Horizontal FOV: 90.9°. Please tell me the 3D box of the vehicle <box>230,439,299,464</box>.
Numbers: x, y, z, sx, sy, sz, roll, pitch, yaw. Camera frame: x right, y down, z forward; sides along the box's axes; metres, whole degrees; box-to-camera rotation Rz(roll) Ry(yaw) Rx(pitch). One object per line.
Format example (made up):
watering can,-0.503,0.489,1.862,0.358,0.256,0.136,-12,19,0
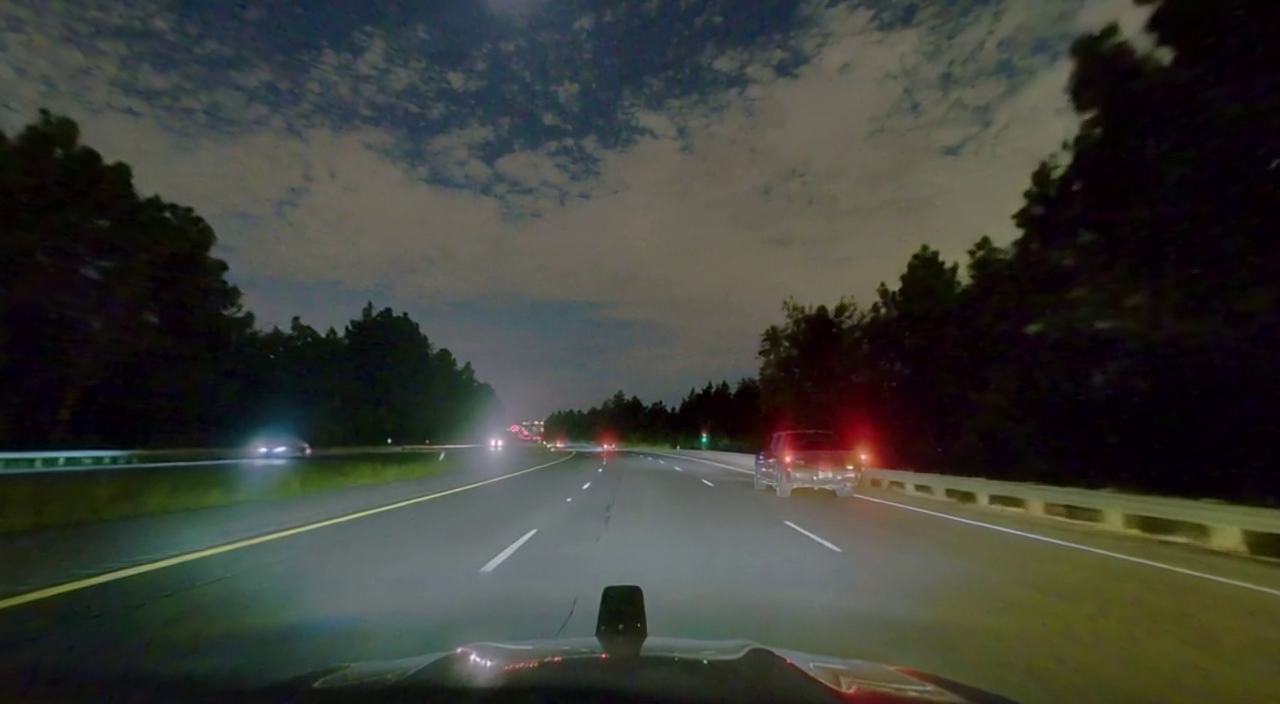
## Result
vehicle,-22.925,6.087,38.657,1.781,1.454,4.103,0,-9,-2
